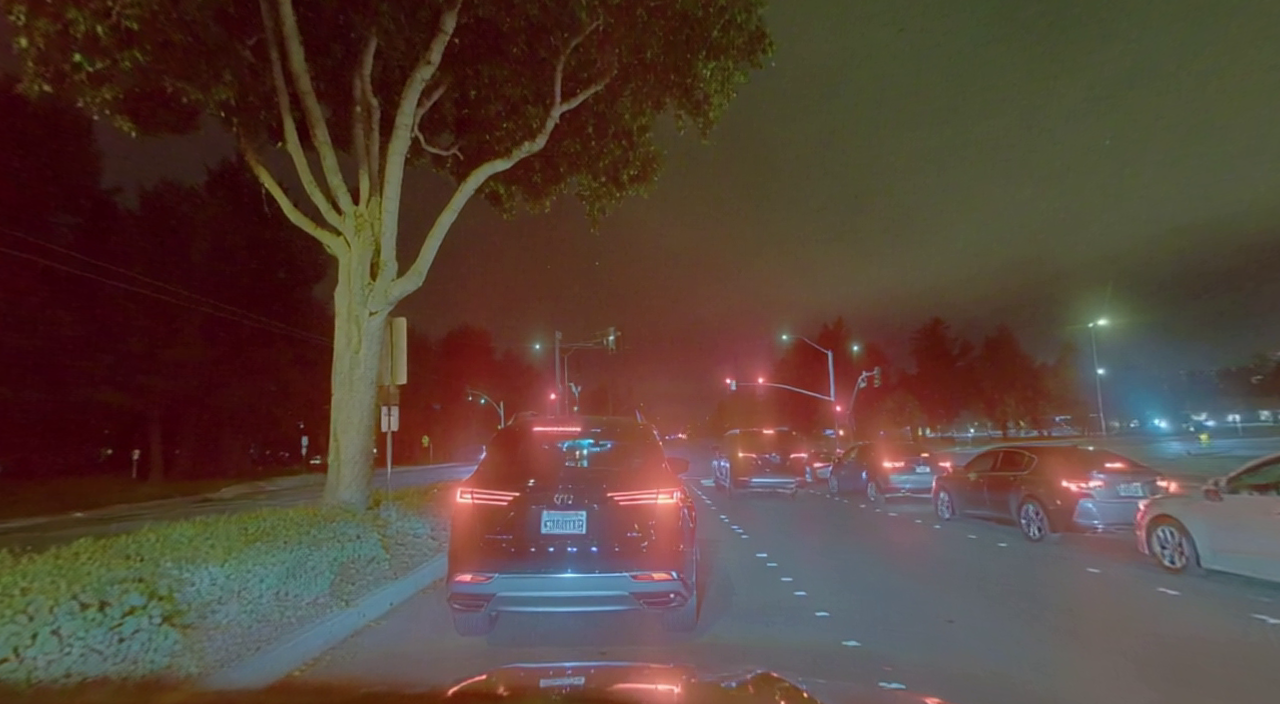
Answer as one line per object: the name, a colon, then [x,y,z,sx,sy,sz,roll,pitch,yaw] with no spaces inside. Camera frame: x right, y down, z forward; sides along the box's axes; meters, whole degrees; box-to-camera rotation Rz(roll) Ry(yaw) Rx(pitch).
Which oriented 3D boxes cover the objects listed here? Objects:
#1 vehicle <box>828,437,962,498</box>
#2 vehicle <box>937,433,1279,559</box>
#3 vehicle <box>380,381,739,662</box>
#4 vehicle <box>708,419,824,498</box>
vehicle: [6.955,3.186,17.801,1.890,1.489,4.415,0,-9,-1]
vehicle: [6.582,2.013,9.657,1.894,1.445,4.565,0,-9,1]
vehicle: [-0.438,1.349,6.086,2.201,1.709,4.271,0,-9,2]
vehicle: [3.351,2.979,17.954,2.200,1.909,4.853,0,-9,-1]
